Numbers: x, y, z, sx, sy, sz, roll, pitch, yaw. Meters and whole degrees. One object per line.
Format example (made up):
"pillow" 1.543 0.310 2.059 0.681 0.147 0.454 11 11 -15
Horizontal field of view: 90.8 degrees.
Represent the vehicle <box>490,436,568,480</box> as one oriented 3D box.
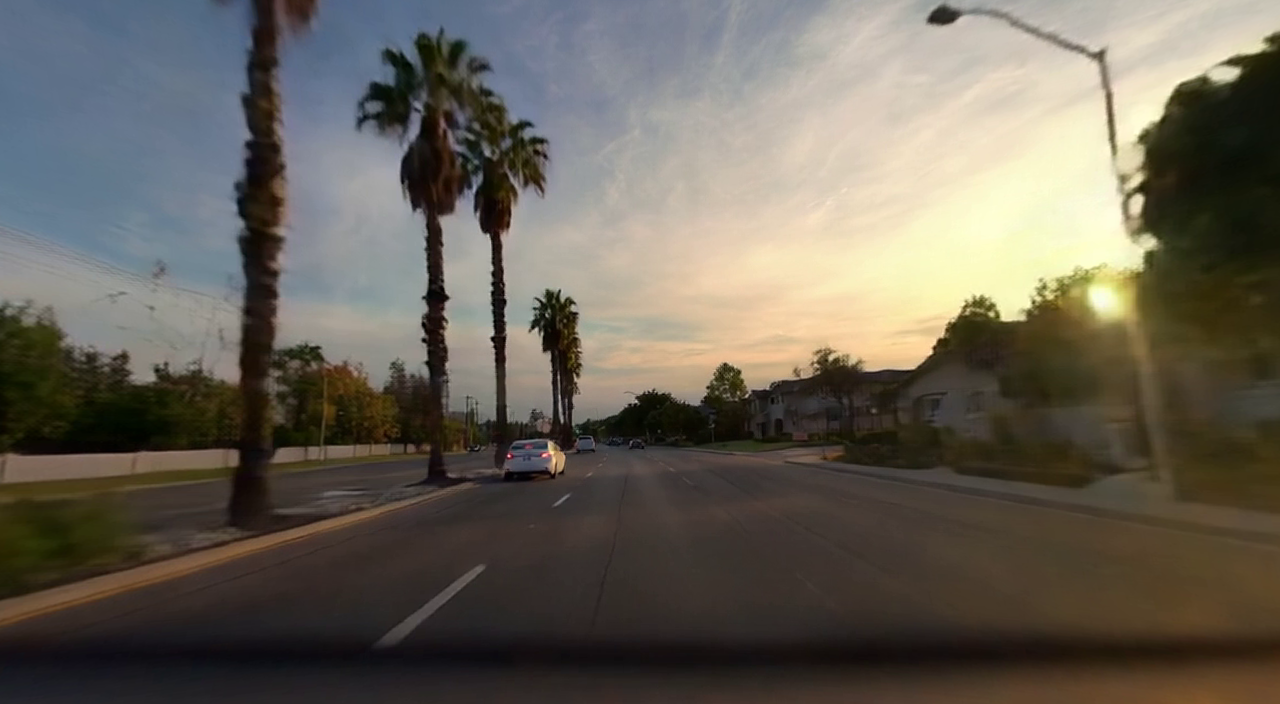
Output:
"vehicle" -4.026 3.924 23.723 2.108 1.475 4.555 0 -8 0
